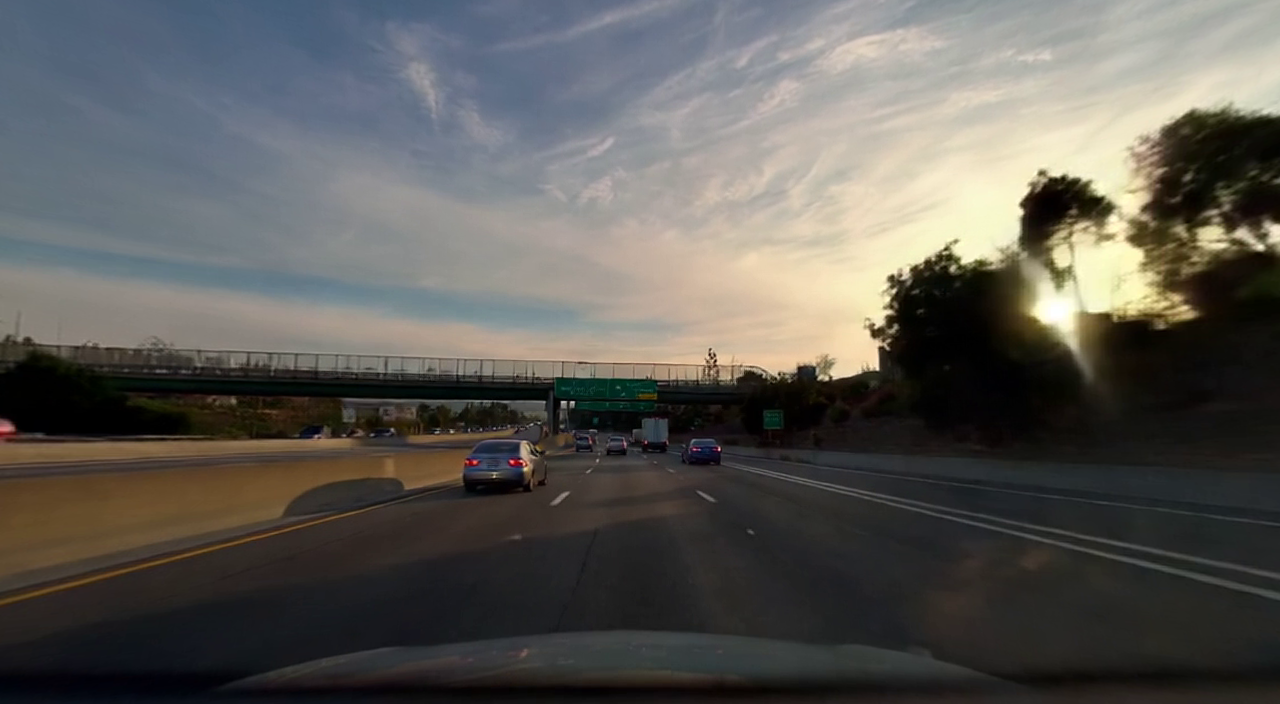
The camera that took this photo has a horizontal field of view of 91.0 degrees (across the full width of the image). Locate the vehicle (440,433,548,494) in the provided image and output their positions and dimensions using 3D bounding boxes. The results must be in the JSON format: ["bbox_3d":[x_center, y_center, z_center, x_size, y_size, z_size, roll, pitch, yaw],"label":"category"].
[{"bbox_3d":[-3.955,3.103,17.898,2.064,1.479,4.370,0,-8,0],"label":"vehicle"}]

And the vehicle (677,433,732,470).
[{"bbox_3d":[3.022,4.744,30.319,2.001,1.625,4.088,0,-8,-3],"label":"vehicle"}]
